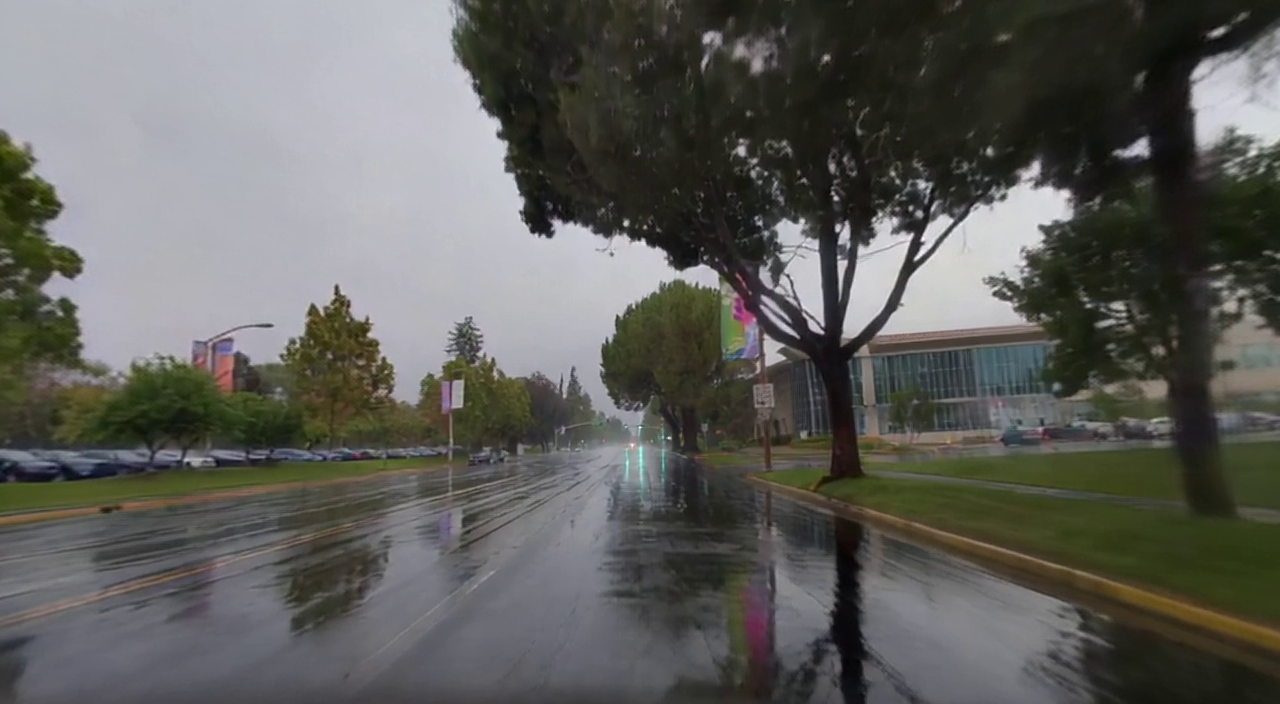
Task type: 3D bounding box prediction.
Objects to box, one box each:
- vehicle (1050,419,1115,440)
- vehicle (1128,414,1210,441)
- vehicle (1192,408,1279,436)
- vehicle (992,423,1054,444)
[{"bbox_3d":[33.618,5.908,47.794,1.917,1.469,4.195,0,-9,1],"label":"vehicle"},{"bbox_3d":[33.846,4.887,40.305,1.866,1.550,3.927,-1,-8,2],"label":"vehicle"},{"bbox_3d":[39.205,4.650,41.264,1.945,1.690,4.317,-1,-8,1],"label":"vehicle"},{"bbox_3d":[28.289,6.079,46.495,1.895,1.503,4.234,1,-8,0],"label":"vehicle"}]
